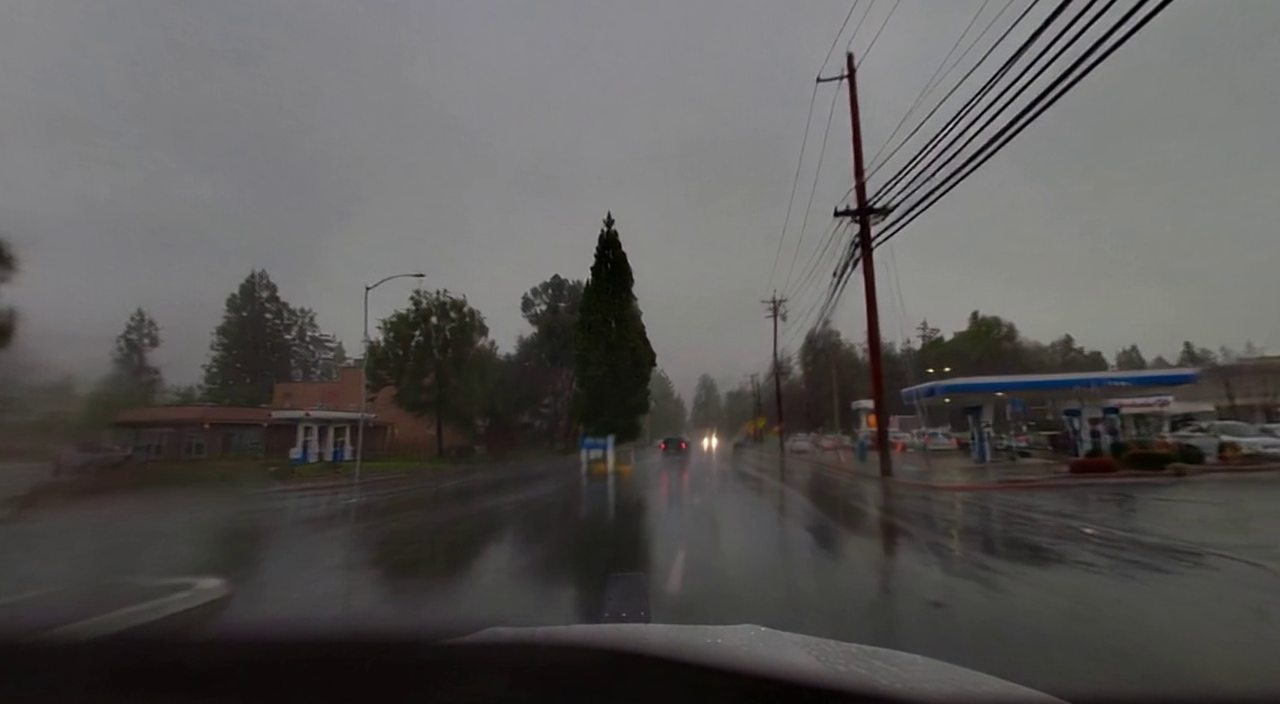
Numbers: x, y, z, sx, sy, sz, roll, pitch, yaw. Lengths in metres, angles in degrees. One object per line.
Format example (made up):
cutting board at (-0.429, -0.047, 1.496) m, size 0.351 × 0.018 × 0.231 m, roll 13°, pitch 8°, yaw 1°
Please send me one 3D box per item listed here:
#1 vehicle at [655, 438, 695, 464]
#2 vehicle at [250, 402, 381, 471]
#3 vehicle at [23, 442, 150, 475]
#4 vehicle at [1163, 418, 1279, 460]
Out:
vehicle at (2.188, 6.020, 38.520) m, size 2.073 × 1.525 × 3.968 m, roll -1°, pitch -8°, yaw 7°
vehicle at (-18.450, 4.933, 36.608) m, size 2.923 × 3.546 × 7.640 m, roll -1°, pitch -8°, yaw 5°
vehicle at (-34.469, 6.633, 39.595) m, size 2.111 × 1.883 × 5.784 m, roll -2°, pitch -8°, yaw 10°
vehicle at (23.390, 3.330, 24.109) m, size 1.908 × 1.474 × 4.885 m, roll 2°, pitch -9°, yaw -17°
